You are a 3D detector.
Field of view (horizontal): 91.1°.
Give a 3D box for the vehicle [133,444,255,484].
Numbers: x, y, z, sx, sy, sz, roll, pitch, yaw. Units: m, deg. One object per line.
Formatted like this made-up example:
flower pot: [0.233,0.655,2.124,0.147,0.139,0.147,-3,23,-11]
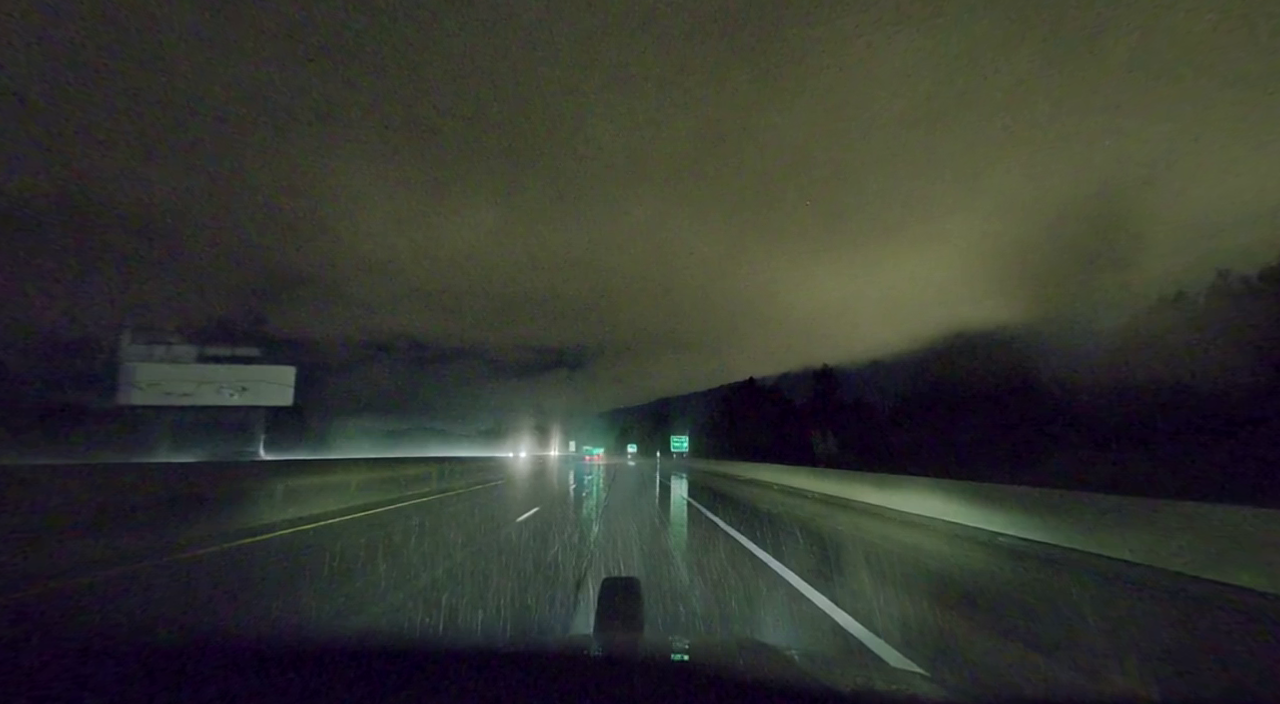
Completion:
vehicle: [-17.858,4.497,25.472,1.842,1.446,4.224,0,-9,0]
